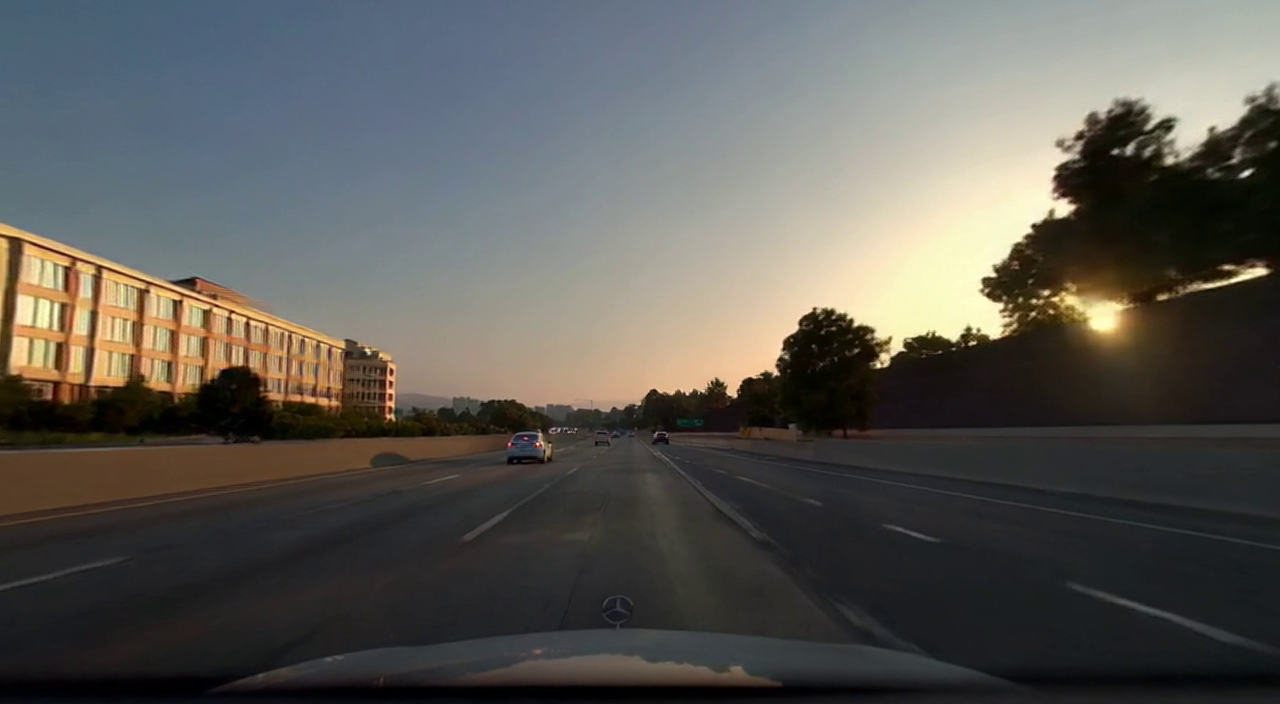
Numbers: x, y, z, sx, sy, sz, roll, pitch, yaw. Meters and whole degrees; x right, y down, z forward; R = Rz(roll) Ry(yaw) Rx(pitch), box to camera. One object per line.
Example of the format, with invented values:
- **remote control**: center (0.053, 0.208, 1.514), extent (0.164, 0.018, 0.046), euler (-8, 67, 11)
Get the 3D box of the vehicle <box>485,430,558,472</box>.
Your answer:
- **vehicle**: center (-4.516, 3.841, 24.674), extent (1.996, 1.490, 4.571), euler (0, -8, 0)
